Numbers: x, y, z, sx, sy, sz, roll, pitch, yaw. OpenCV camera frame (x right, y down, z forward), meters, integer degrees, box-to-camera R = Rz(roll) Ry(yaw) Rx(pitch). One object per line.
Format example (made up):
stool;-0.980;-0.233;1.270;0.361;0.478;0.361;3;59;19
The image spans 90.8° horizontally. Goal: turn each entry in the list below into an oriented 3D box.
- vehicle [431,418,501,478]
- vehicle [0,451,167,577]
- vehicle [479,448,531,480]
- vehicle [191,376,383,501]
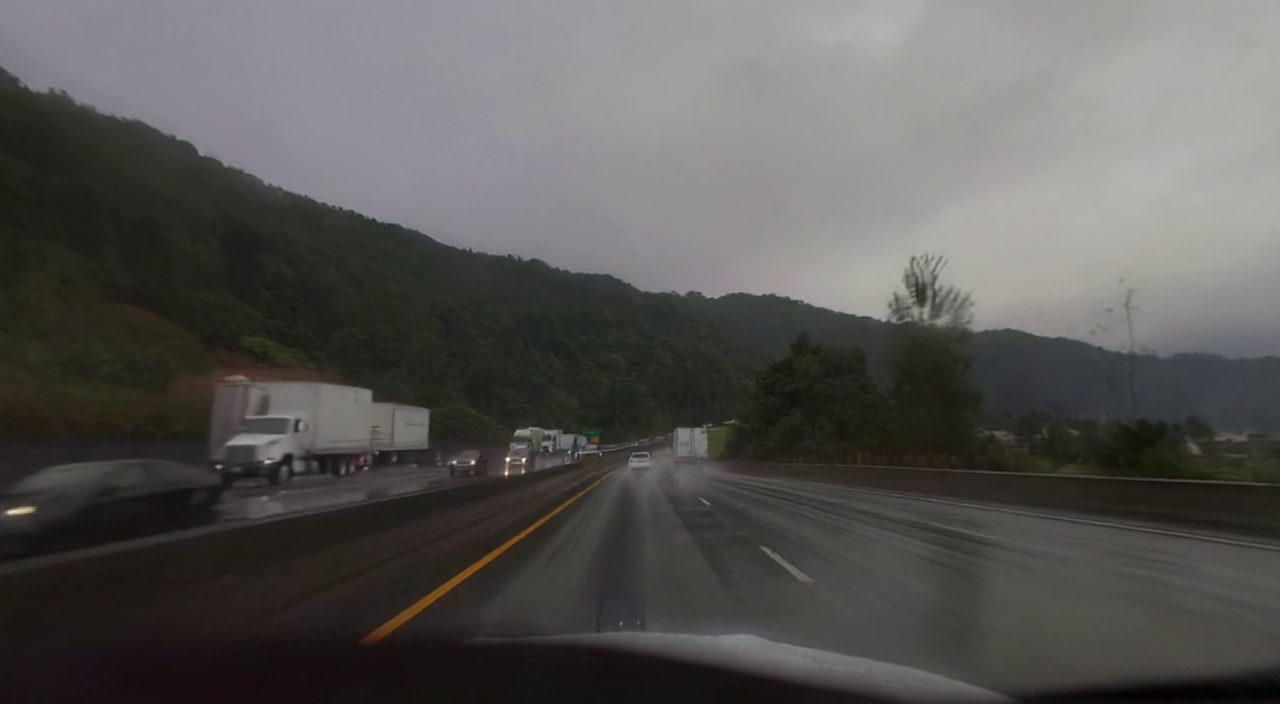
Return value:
vehicle;-12.310;6.856;45.265;3.159;3.955;6.511;0;-9;0
vehicle;-8.560;2.037;8.144;1.844;1.467;3.930;0;-9;0
vehicle;-8.609;7.174;40.693;2.153;1.897;5.058;0;-9;1
vehicle;-12.545;3.236;23.380;3.048;3.943;6.642;0;-9;0
